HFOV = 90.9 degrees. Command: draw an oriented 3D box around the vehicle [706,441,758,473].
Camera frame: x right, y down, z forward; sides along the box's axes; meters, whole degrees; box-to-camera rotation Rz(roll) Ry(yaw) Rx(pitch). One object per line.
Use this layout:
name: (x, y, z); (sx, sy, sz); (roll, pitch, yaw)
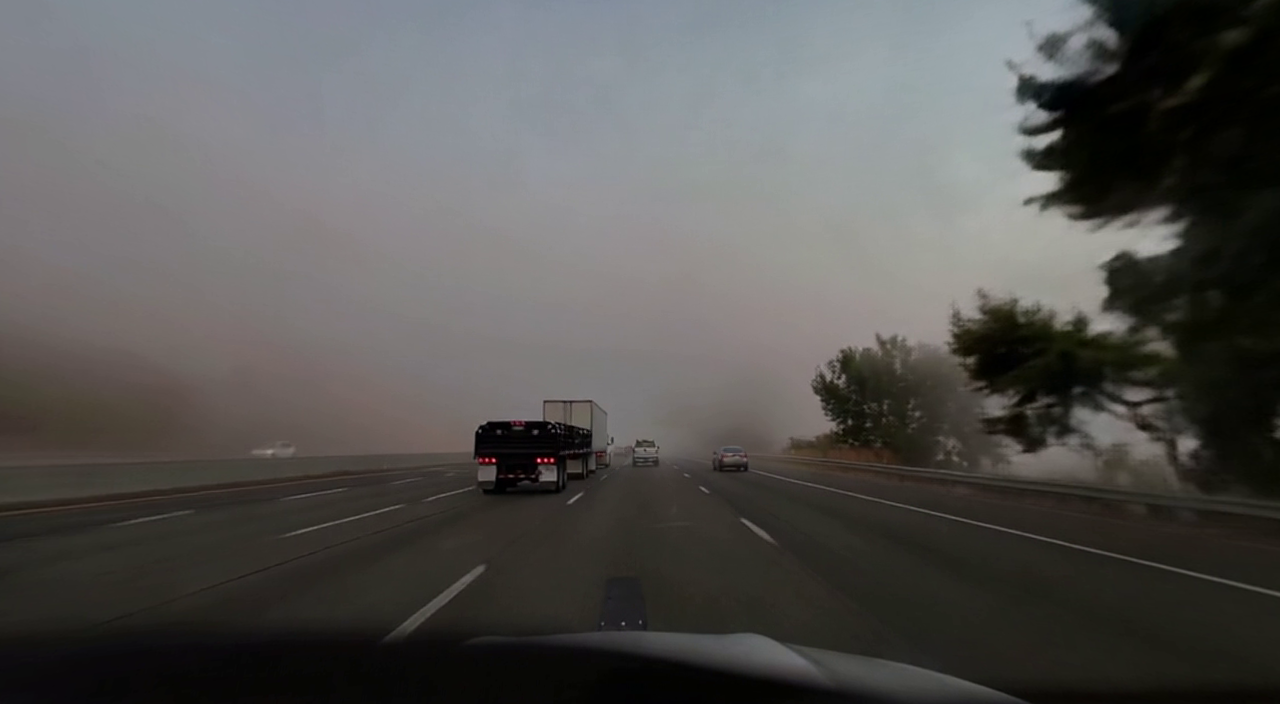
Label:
vehicle: (4.646, 5.340, 32.320); (1.993, 1.474, 4.230); (0, -8, 0)

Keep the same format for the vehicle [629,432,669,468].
vehicle: (0.588, 6.095, 39.348); (2.309, 2.023, 5.130); (-1, -8, 1)

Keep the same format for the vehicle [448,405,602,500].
vehicle: (-3.424, 3.769, 24.355); (2.854, 2.379, 16.653); (0, -8, 0)
